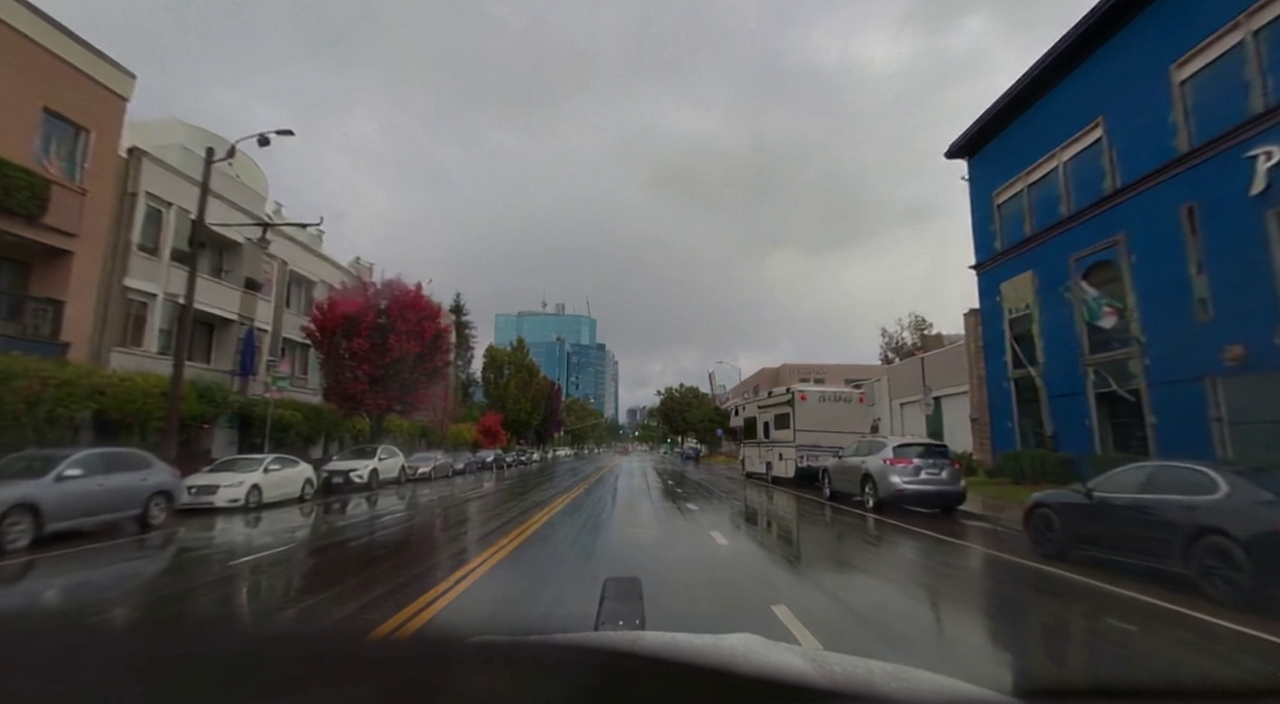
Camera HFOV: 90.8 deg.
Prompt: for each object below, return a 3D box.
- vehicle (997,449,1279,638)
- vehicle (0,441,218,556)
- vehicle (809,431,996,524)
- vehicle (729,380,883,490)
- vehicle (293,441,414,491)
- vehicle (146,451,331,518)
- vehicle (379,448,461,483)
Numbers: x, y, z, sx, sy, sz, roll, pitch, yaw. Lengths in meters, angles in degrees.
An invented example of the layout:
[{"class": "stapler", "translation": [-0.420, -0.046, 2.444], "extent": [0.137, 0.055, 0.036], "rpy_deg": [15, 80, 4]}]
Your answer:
[{"class": "vehicle", "translation": [6.117, 1.792, 6.649], "extent": [1.939, 1.491, 4.521], "rpy_deg": [0, -8, -2]}, {"class": "vehicle", "translation": [-10.033, 2.343, 10.855], "extent": [2.230, 1.577, 4.871], "rpy_deg": [0, -8, -1]}, {"class": "vehicle", "translation": [5.895, 2.865, 15.161], "extent": [2.154, 1.804, 5.341], "rpy_deg": [0, -8, 0]}, {"class": "vehicle", "translation": [5.960, 3.360, 25.012], "extent": [3.102, 3.473, 9.734], "rpy_deg": [0, -8, -2]}, {"class": "vehicle", "translation": [-10.093, 4.045, 22.746], "extent": [2.276, 1.597, 4.421], "rpy_deg": [0, -8, 0]}, {"class": "vehicle", "translation": [-10.038, 3.303, 16.338], "extent": [1.802, 1.439, 4.546], "rpy_deg": [0, -8, 0]}, {"class": "vehicle", "translation": [-10.105, 5.230, 29.476], "extent": [2.078, 1.427, 4.900], "rpy_deg": [0, -8, 0]}]
